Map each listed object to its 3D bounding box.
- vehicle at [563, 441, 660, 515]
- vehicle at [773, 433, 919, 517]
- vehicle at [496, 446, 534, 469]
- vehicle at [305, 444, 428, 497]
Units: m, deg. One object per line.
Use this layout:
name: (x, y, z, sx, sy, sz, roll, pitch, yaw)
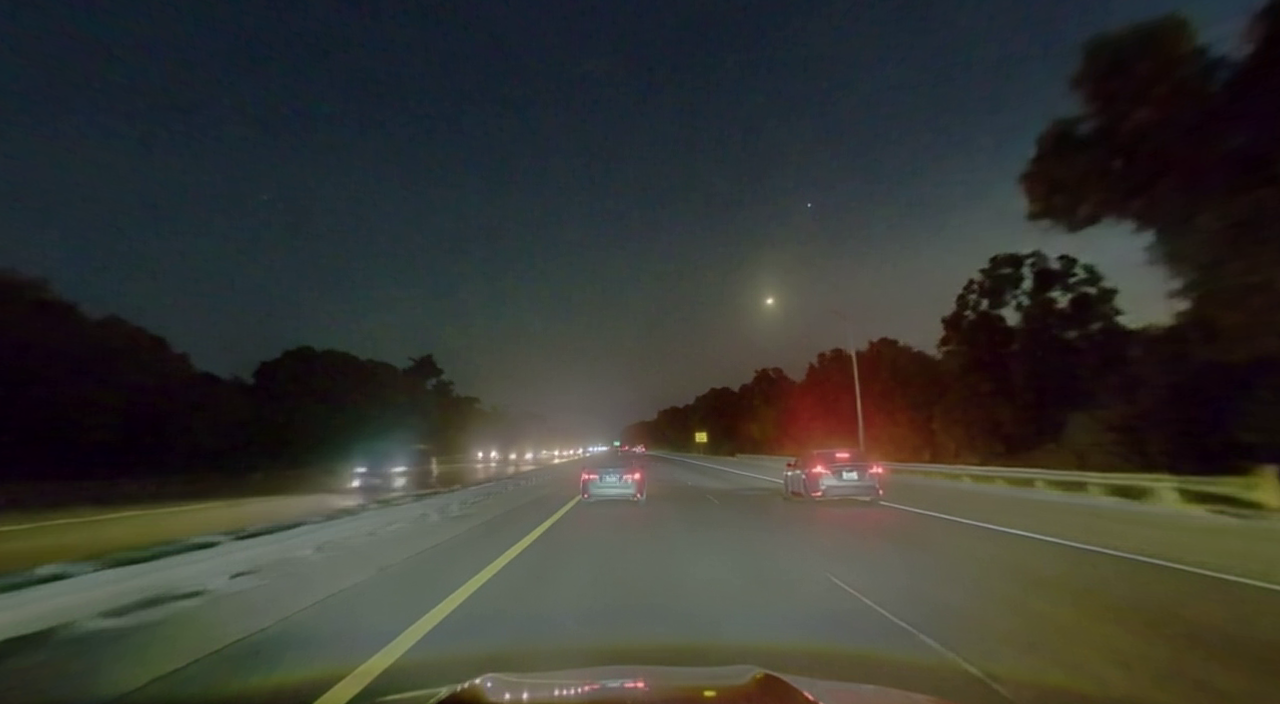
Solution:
vehicle: (-0.600, 2.941, 15.123, 2.013, 1.479, 4.169, 0, -9, 0)
vehicle: (4.328, 2.633, 13.859, 1.910, 1.554, 3.718, 0, -9, -1)
vehicle: (-9.008, 7.621, 45.542, 1.883, 1.531, 4.526, 0, -9, -1)
vehicle: (-8.630, 3.753, 20.285, 1.927, 1.496, 4.600, 0, -9, 0)
